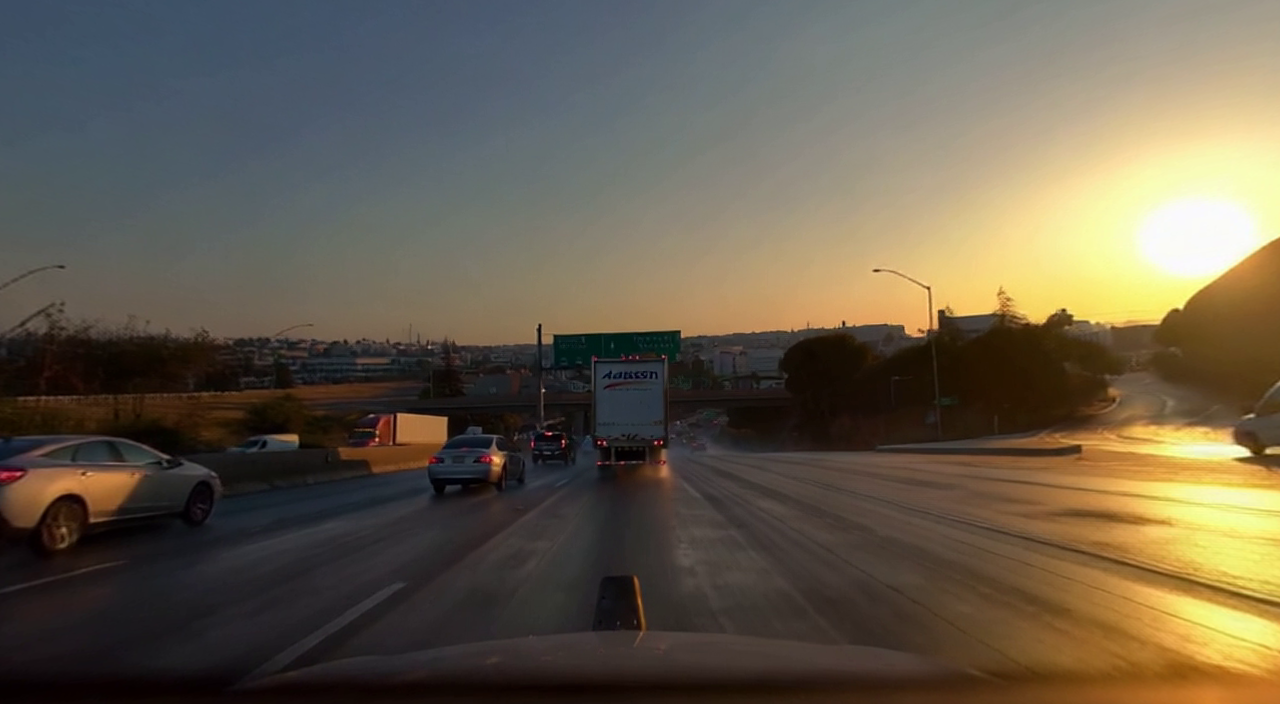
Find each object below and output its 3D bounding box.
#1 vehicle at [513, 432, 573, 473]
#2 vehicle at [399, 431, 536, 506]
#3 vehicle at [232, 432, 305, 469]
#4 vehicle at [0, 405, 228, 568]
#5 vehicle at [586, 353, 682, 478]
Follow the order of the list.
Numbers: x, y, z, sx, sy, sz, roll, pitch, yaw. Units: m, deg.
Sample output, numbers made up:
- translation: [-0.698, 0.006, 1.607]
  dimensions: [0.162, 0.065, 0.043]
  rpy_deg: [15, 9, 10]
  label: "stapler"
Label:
- translation: [-4.082, 4.276, 27.106]
  dimensions: [1.946, 1.599, 4.073]
  rpy_deg: [0, -8, 0]
  label: "vehicle"
- translation: [-3.873, 2.679, 15.018]
  dimensions: [1.964, 1.507, 4.361]
  rpy_deg: [0, -8, 1]
  label: "vehicle"
- translation: [-26.494, 7.001, 45.076]
  dimensions: [2.113, 2.464, 4.940]
  rpy_deg: [0, -8, 1]
  label: "vehicle"
- translation: [-7.759, 1.611, 8.039]
  dimensions: [1.998, 1.698, 4.461]
  rpy_deg: [0, -8, -1]
  label: "vehicle"
- translation: [-0.358, 2.855, 26.619]
  dimensions: [3.171, 4.204, 11.036]
  rpy_deg: [0, -8, -2]
  label: "vehicle"
